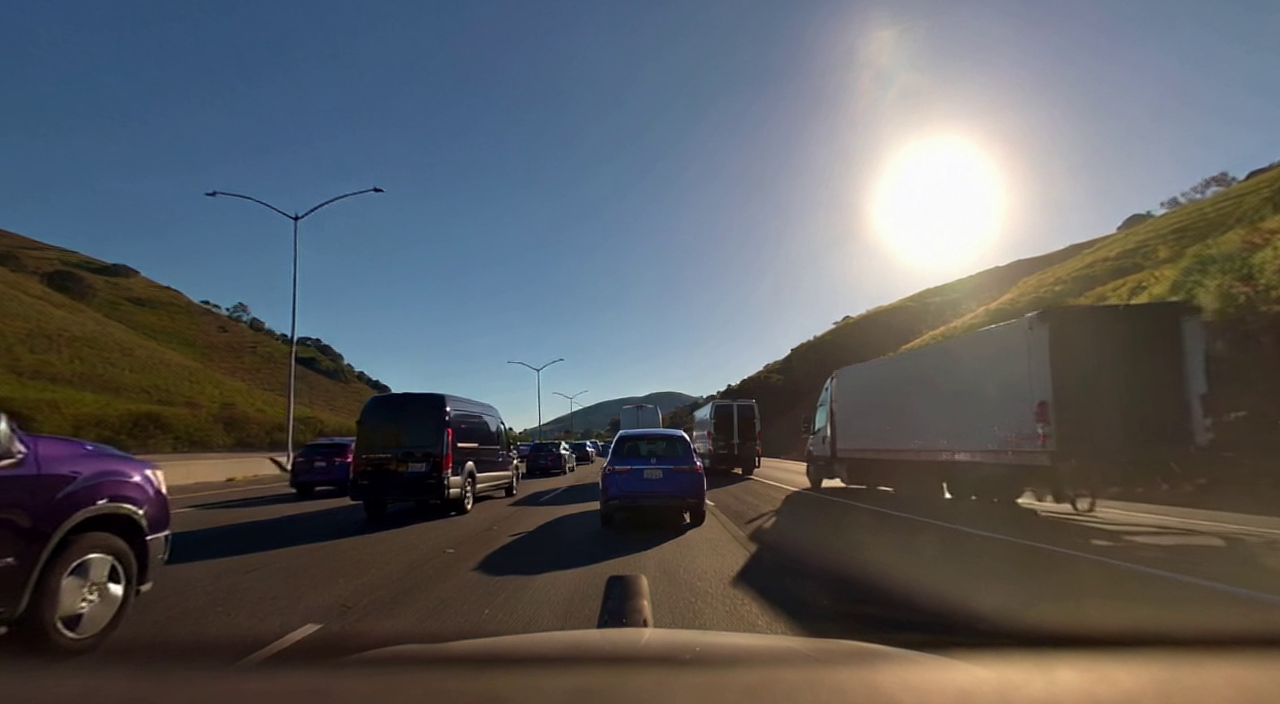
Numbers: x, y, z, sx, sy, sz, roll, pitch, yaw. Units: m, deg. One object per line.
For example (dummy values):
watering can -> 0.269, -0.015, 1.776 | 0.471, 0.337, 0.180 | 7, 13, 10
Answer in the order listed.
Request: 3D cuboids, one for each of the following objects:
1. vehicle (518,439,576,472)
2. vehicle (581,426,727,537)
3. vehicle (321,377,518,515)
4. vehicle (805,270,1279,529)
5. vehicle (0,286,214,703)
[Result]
vehicle -> -4.321, 4.892, 30.020 | 2.007, 1.457, 4.447 | -1, -8, 1
vehicle -> 0.153, 2.071, 10.679 | 2.003, 1.499, 3.930 | 0, -8, -1
vehicle -> -4.595, 2.136, 14.467 | 2.300, 2.522, 5.701 | -1, -8, 1
vehicle -> 7.547, 1.483, 15.071 | 2.977, 3.878, 11.111 | 1, -8, -7
vehicle -> -4.281, 0.544, 1.870 | 2.195, 2.086, 5.445 | 0, -8, 0
